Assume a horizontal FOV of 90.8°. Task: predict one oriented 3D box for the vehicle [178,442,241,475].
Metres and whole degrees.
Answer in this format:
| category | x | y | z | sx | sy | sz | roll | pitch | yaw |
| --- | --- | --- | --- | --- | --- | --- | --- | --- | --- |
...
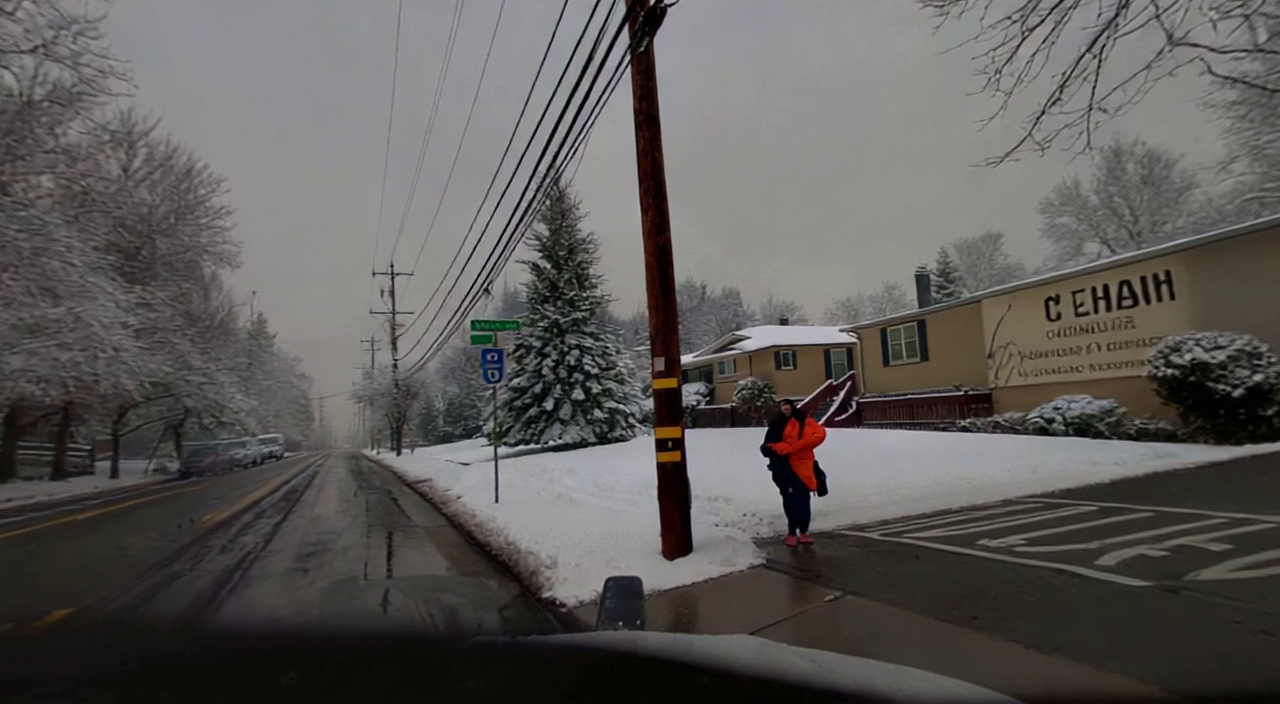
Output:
| category | x | y | z | sx | sy | sz | roll | pitch | yaw |
| --- | --- | --- | --- | --- | --- | --- | --- | --- | --- |
| vehicle | -25.553 | 6.286 | 37.672 | 2.203 | 1.787 | 4.704 | 3 | -9 | -24 |
